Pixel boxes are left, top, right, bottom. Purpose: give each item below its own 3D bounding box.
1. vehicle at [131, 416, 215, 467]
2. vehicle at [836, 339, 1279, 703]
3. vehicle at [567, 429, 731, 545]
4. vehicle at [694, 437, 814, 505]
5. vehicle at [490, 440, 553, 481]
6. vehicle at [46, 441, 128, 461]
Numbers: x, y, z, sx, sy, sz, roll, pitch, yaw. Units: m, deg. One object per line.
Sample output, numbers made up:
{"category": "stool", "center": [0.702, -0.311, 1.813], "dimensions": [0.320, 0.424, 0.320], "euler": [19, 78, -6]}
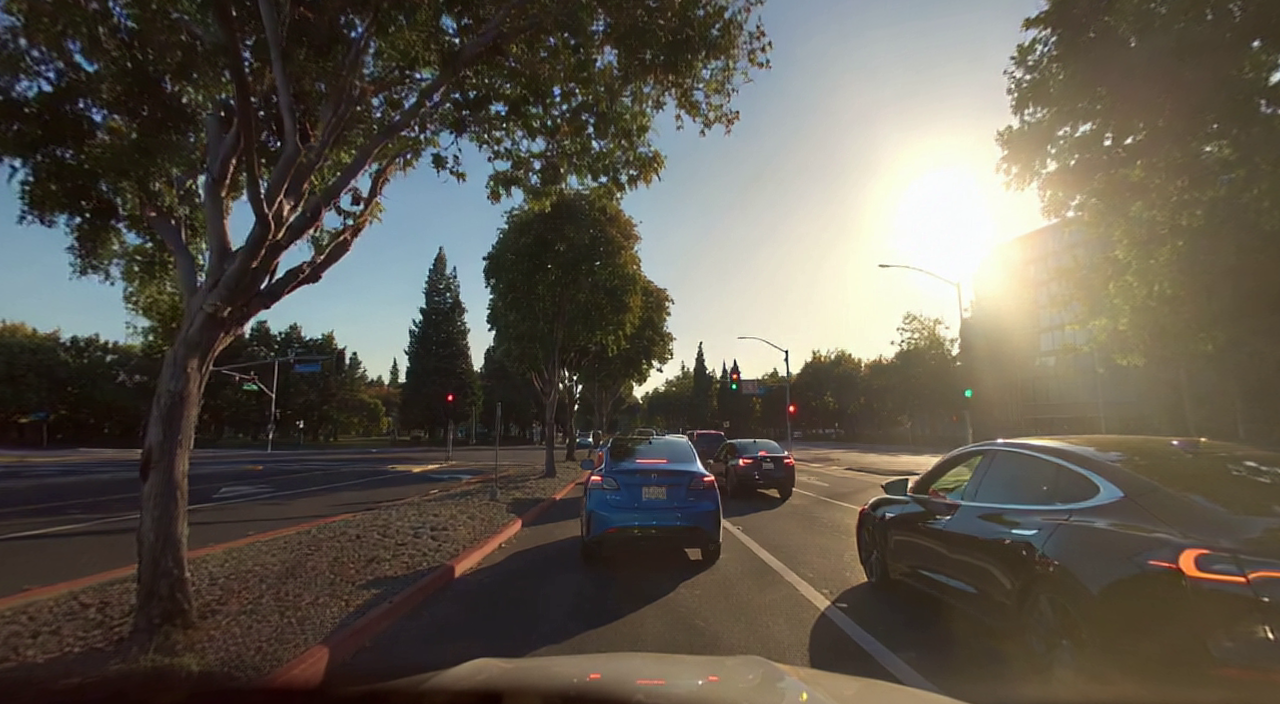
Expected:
{"category": "vehicle", "center": [-29.263, 5.615, 39.706], "dimensions": [2.608, 2.990, 3.026], "euler": [2, -8, 3]}
{"category": "vehicle", "center": [3.186, 1.111, 4.301], "dimensions": [2.167, 1.676, 4.443], "euler": [0, -8, -1]}
{"category": "vehicle", "center": [0.031, 2.088, 10.485], "dimensions": [2.147, 1.499, 4.240], "euler": [0, -8, -2]}
{"category": "vehicle", "center": [2.699, 2.933, 16.042], "dimensions": [2.058, 1.466, 4.208], "euler": [0, -8, -3]}
{"category": "vehicle", "center": [-4.634, 4.283, 25.258], "dimensions": [1.972, 1.457, 4.171], "euler": [0, -8, -4]}
{"category": "vehicle", "center": [-42.149, 7.538, 48.217], "dimensions": [4.418, 1.415, 1.941], "euler": [0, -8, -2]}
